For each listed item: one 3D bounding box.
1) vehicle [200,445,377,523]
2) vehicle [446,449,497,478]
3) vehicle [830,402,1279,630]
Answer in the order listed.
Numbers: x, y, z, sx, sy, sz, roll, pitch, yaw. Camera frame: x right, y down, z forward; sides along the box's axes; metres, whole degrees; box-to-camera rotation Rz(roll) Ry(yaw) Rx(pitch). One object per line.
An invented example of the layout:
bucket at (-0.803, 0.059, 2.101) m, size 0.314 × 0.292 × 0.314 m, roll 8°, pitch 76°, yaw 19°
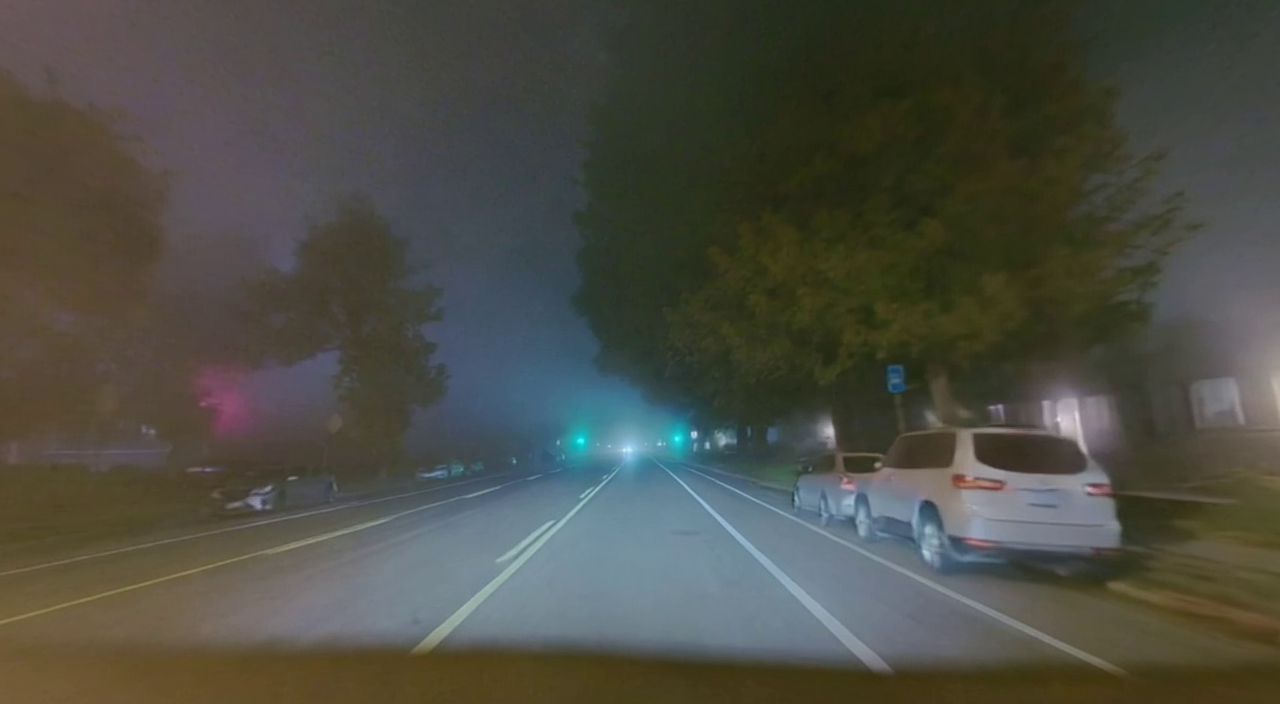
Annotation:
vehicle at (-10.705, 3.979, 19.942) m, size 2.338 × 1.871 × 5.795 m, roll -5°, pitch -8°, yaw -1°
vehicle at (-10.847, 7.227, 41.010) m, size 2.082 × 1.661 × 4.403 m, roll -3°, pitch -10°, yaw 0°
vehicle at (4.177, 1.676, 7.550) m, size 2.254 × 1.812 × 4.817 m, roll 0°, pitch -9°, yaw -1°
